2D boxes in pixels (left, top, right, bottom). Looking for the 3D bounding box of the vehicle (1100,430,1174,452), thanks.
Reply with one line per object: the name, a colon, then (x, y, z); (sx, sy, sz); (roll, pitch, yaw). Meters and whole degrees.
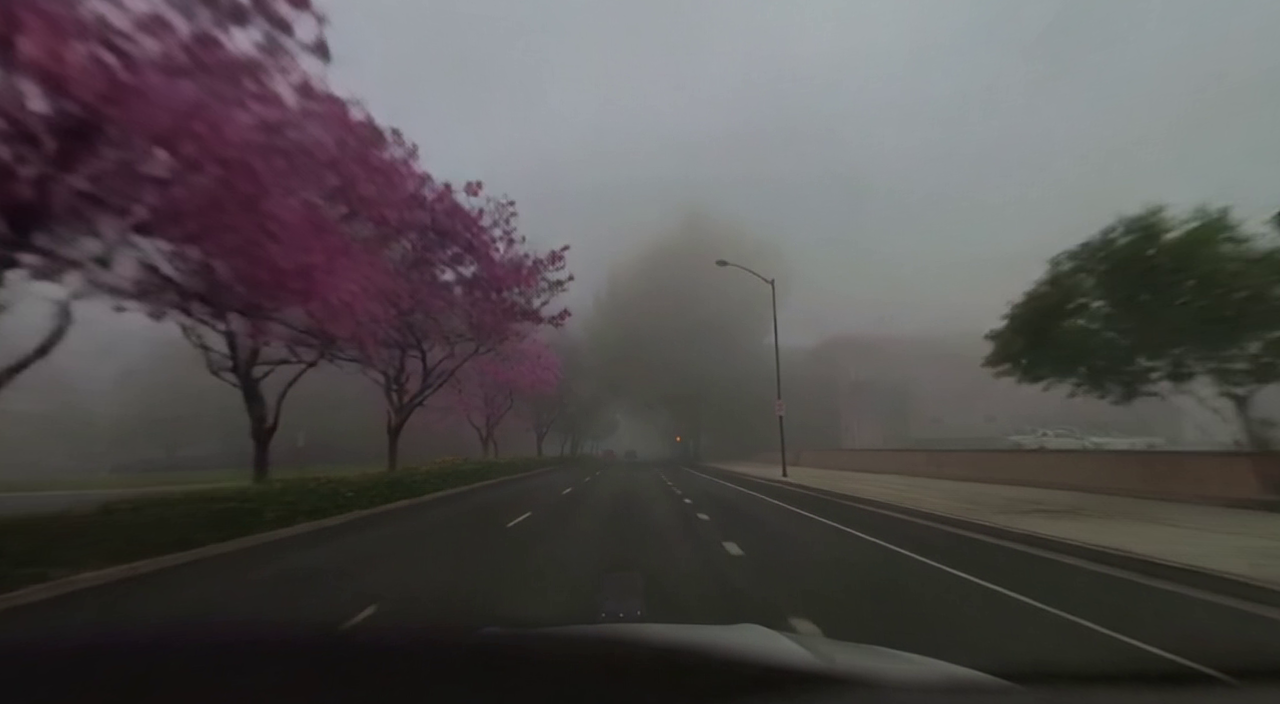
vehicle: (36.441, 6.530, 46.489); (1.830, 1.515, 4.462); (0, -8, 1)
